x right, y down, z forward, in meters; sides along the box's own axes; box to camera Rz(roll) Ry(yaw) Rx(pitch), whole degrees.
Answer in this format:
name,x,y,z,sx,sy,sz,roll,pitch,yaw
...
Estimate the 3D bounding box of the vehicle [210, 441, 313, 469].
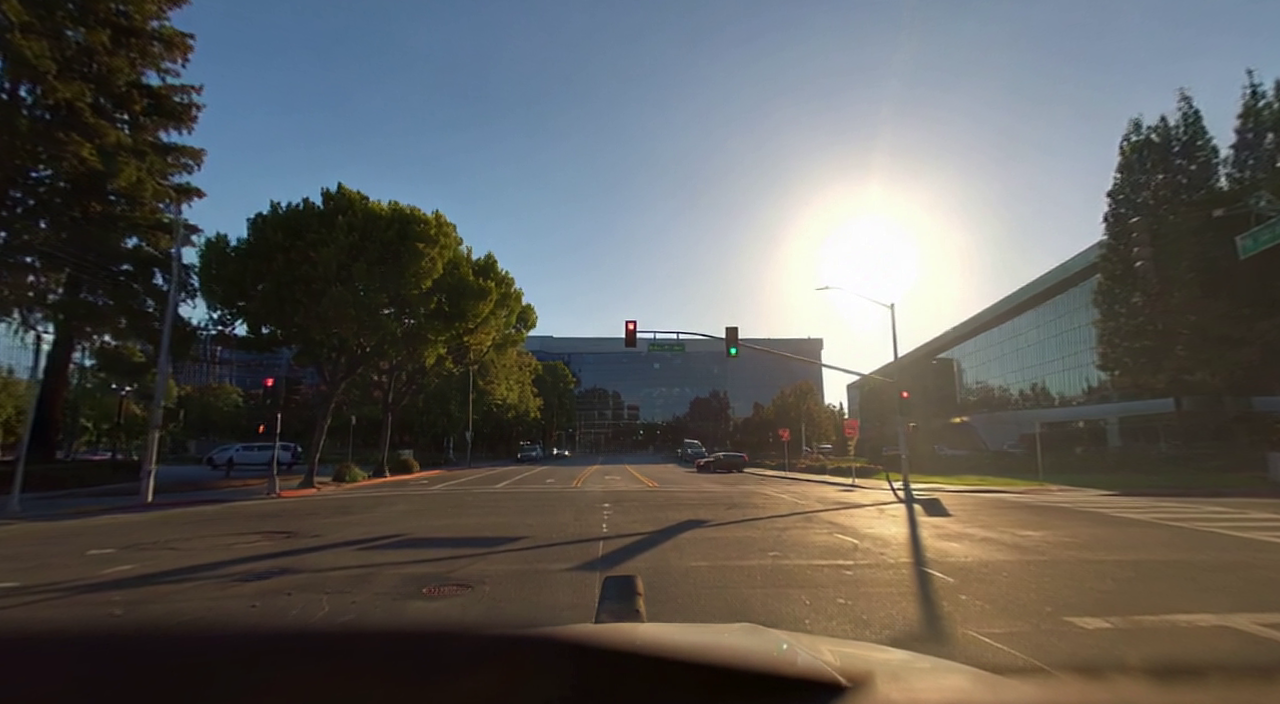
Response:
name,x,y,z,sx,sy,sz,roll,pitch,yaw
vehicle,-22.227,6.049,37.277,4.765,1.593,1.891,1,-9,-7
